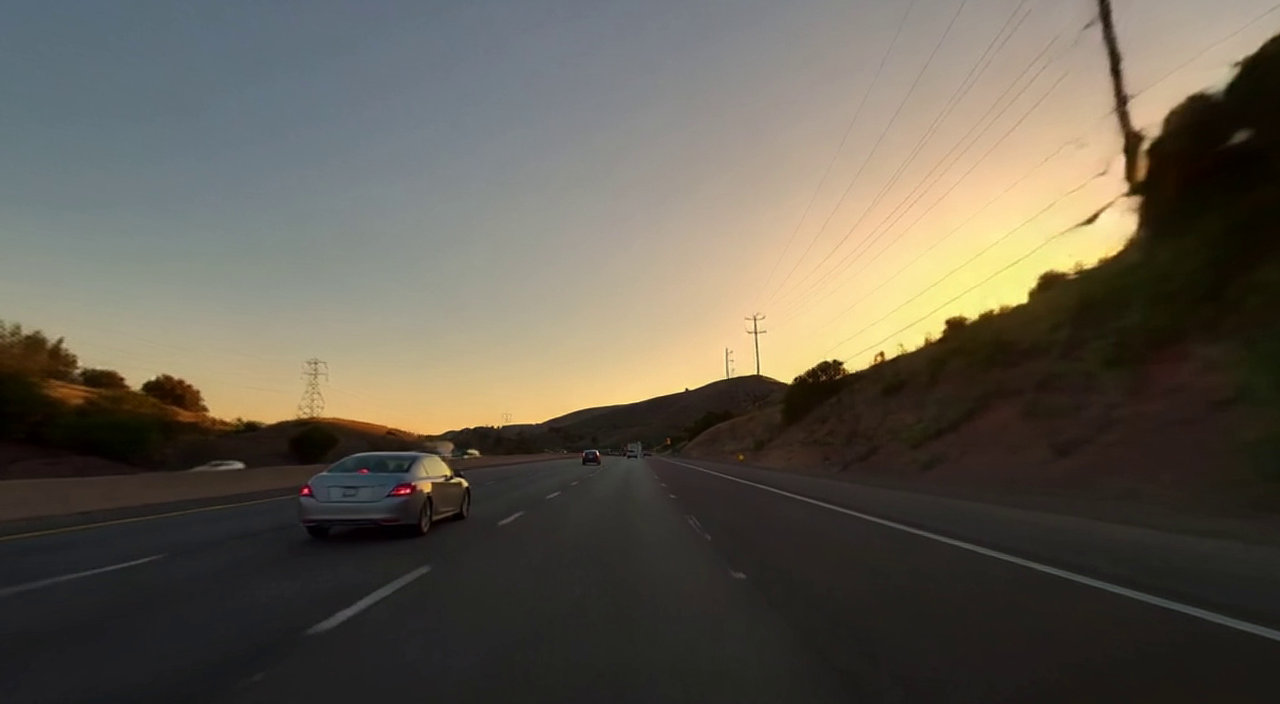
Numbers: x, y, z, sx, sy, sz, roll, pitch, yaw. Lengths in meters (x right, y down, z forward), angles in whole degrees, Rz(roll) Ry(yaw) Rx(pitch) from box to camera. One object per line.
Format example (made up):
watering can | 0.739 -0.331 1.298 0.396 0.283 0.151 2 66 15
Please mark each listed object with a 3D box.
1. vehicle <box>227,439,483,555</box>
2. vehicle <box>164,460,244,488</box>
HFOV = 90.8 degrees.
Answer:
vehicle | -4.363 2.287 10.816 2.064 1.489 4.966 0 -9 0
vehicle | -26.098 7.281 38.016 1.806 1.474 4.303 0 -9 -1
